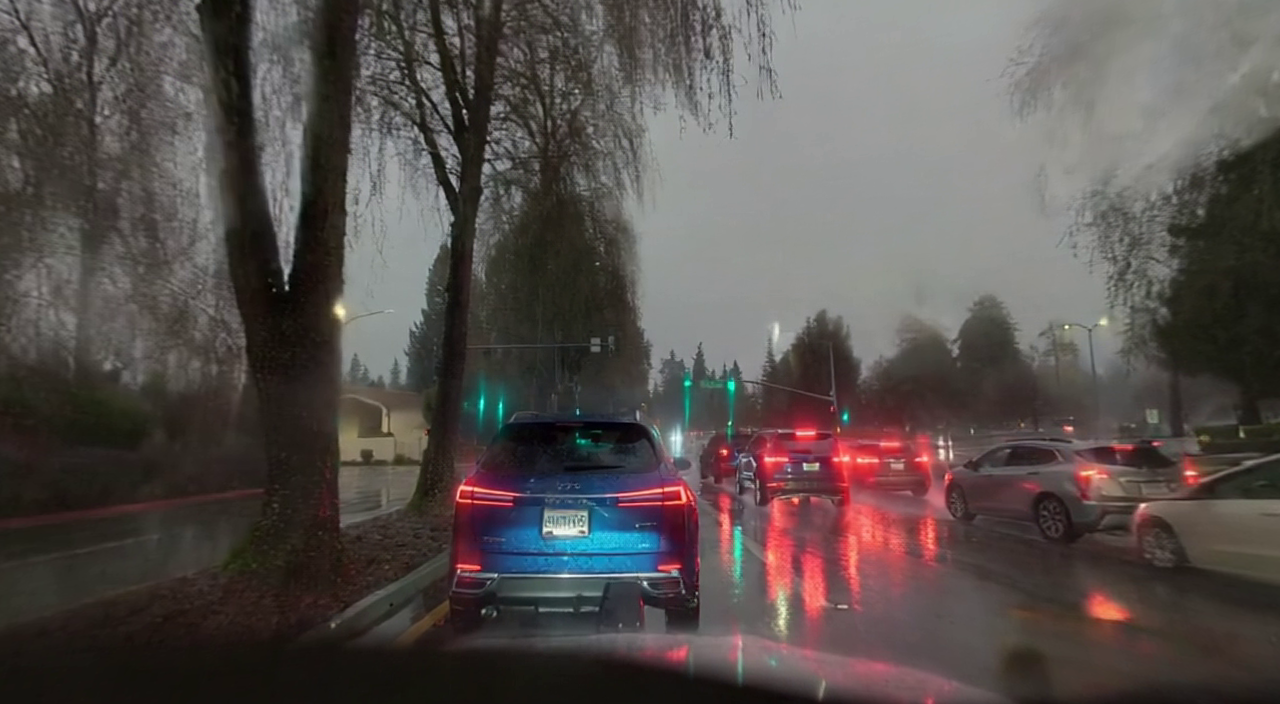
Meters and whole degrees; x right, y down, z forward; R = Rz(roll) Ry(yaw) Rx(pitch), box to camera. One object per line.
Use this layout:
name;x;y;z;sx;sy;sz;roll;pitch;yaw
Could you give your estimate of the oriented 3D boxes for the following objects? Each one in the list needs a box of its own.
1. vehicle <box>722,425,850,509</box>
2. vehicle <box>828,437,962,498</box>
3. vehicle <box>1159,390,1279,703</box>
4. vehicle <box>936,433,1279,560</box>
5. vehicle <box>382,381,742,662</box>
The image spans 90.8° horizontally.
vehicle;3.262;2.681;15.122;1.963;1.682;4.407;0;-9;0
vehicle;6.950;3.191;17.820;1.890;1.489;4.415;0;-9;-1
vehicle;3.146;0.585;0.146;1.997;1.486;4.753;0;-9;0
vehicle;6.576;2.020;9.656;1.894;1.445;4.565;0;-9;0
vehicle;-0.431;1.353;6.088;2.201;1.709;4.271;0;-9;1
